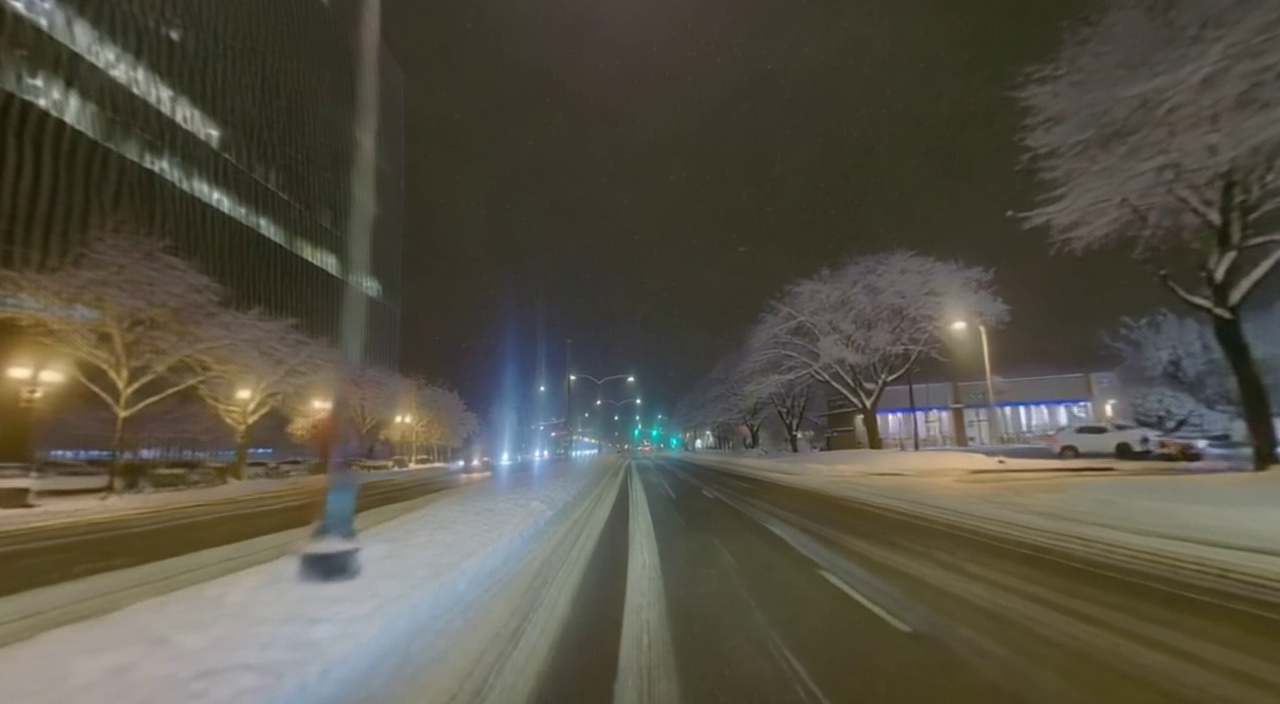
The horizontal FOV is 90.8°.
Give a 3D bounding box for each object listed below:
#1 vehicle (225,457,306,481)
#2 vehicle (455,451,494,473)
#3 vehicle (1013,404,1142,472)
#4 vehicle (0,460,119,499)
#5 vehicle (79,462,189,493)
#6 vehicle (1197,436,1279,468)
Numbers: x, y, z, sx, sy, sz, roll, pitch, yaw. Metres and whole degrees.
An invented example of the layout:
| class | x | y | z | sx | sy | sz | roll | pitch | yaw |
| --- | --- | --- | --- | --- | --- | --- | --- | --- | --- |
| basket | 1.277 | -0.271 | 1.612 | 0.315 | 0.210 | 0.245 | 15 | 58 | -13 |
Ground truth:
| class | x | y | z | sx | sy | sz | roll | pitch | yaw |
| --- | --- | --- | --- | --- | --- | --- | --- | --- | --- |
| vehicle | -26.533 | 8.286 | 44.929 | 4.786 | 1.486 | 1.936 | 4 | -10 | -28 |
| vehicle | -12.410 | 8.247 | 47.568 | 1.857 | 1.483 | 3.791 | 0 | -9 | 1 |
| vehicle | 25.760 | 5.191 | 37.755 | 2.724 | 3.646 | 7.111 | 0 | -9 | 2 |
| vehicle | -27.729 | 6.045 | 30.153 | 4.188 | 1.629 | 1.946 | 6 | -11 | -37 |
| vehicle | -27.194 | 6.730 | 34.126 | 4.457 | 1.425 | 2.027 | 6 | -11 | -37 |
| vehicle | 29.956 | 4.858 | 30.876 | 1.748 | 1.435 | 3.949 | 0 | -9 | -1 |
